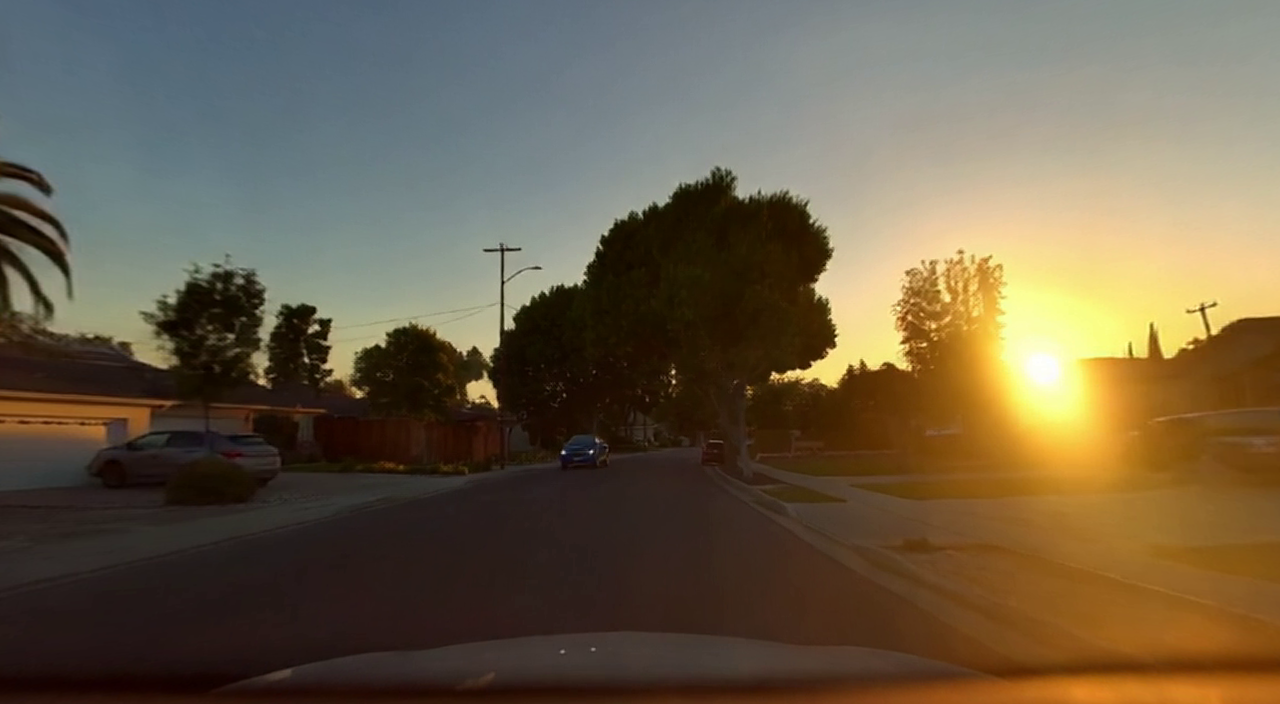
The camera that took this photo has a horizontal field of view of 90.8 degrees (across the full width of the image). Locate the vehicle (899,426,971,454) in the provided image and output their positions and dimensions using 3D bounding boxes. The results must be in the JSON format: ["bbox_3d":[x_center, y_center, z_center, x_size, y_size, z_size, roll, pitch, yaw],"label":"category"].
[{"bbox_3d":[18.650,5.549,40.092,3.903,1.592,1.921,-2,-6,18],"label":"vehicle"}]

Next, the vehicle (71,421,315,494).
[{"bbox_3d":[-13.049,3.096,18.758,5.497,1.983,2.191,0,-8,0],"label":"vehicle"}]

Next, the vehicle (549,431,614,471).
[{"bbox_3d":[-3.120,5.588,35.727,2.274,2.008,6.986,-1,-8,6],"label":"vehicle"}]

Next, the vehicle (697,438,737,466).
[{"bbox_3d":[5.001,6.549,41.544,2.051,1.676,4.497,0,-8,0],"label":"vehicle"}]
